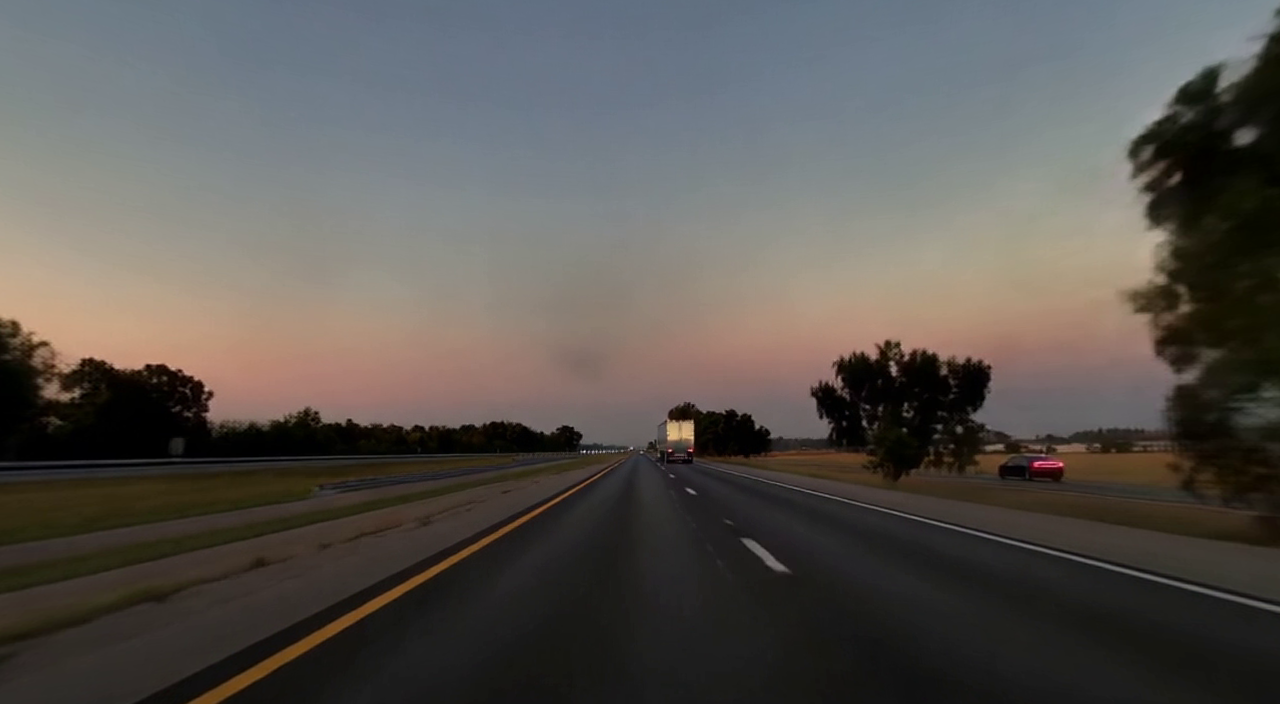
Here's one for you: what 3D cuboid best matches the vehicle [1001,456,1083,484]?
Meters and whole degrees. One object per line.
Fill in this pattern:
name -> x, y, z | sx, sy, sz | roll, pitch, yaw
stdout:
vehicle -> 23.607, 6.918, 37.192 | 1.836, 1.499, 3.936 | 1, -9, -8
